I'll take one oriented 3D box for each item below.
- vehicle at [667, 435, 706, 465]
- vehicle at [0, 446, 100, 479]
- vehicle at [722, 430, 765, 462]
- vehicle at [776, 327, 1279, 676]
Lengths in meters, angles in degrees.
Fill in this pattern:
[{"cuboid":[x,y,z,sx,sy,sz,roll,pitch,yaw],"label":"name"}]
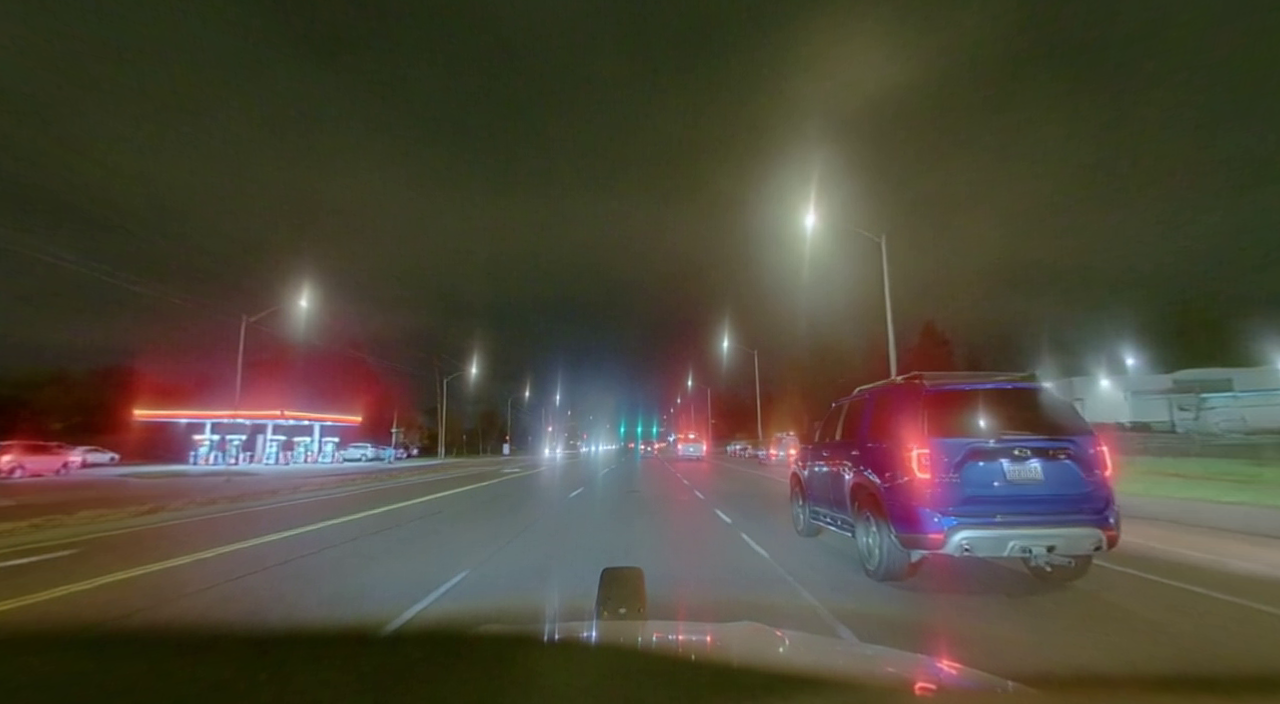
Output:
[{"cuboid":[3.040,6.582,42.252,2.317,1.857,5.150,0,-8,1],"label":"vehicle"},{"cuboid":[-32.753,6.053,34.622,1.925,1.680,4.396,-1,-9,1],"label":"vehicle"},{"cuboid":[7.567,6.982,46.634,2.220,2.147,6.392,0,-8,1],"label":"vehicle"},{"cuboid":[2.955,1.173,5.989,2.246,1.963,4.777,0,-8,0],"label":"vehicle"}]
